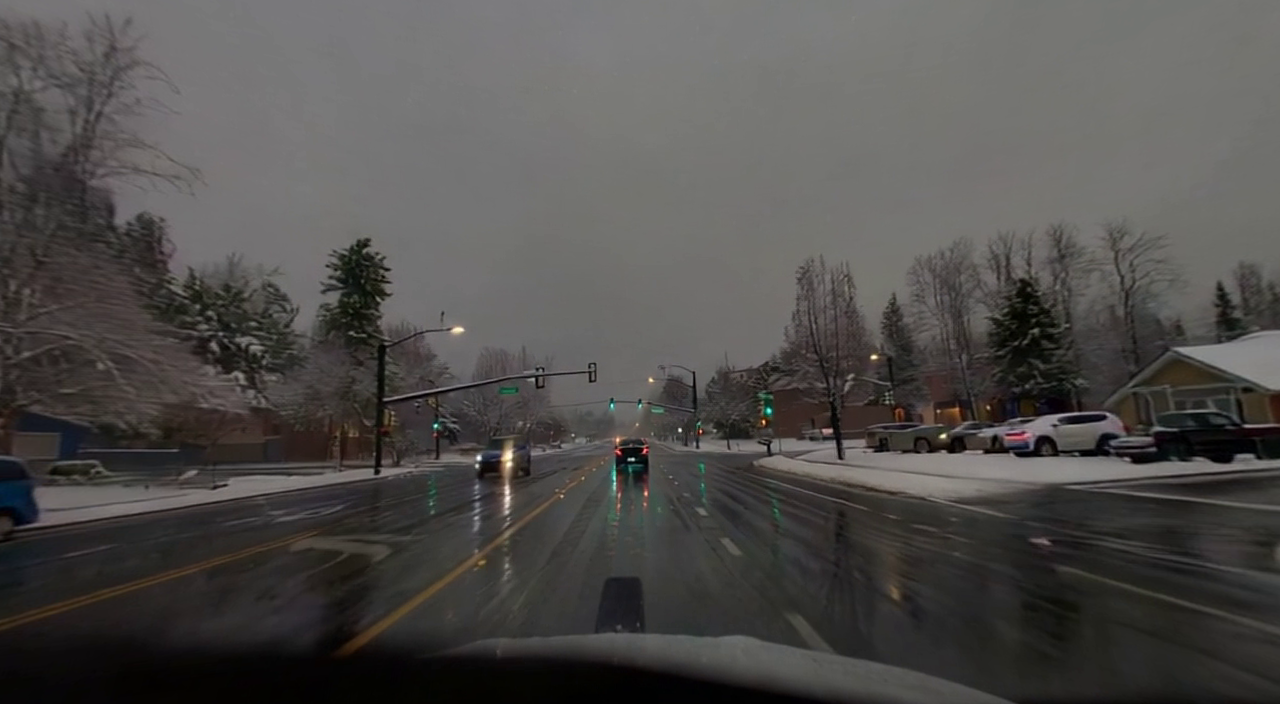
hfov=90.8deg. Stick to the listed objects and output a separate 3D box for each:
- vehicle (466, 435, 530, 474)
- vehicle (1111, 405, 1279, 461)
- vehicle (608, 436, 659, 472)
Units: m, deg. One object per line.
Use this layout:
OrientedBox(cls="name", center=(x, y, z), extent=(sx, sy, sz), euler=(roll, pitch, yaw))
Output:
OrientedBox(cls="vehicle", center=(-6.931, 5.079, 31.349), extent=(2.117, 1.756, 4.375), euler=(0, -9, 0))
OrientedBox(cls="vehicle", center=(16.638, 2.345, 18.097), extent=(4.658, 1.495, 1.978), euler=(0, -9, 1))
OrientedBox(cls="vehicle", center=(-0.260, 4.572, 28.362), extent=(2.104, 1.462, 3.991), euler=(0, -9, 0))
